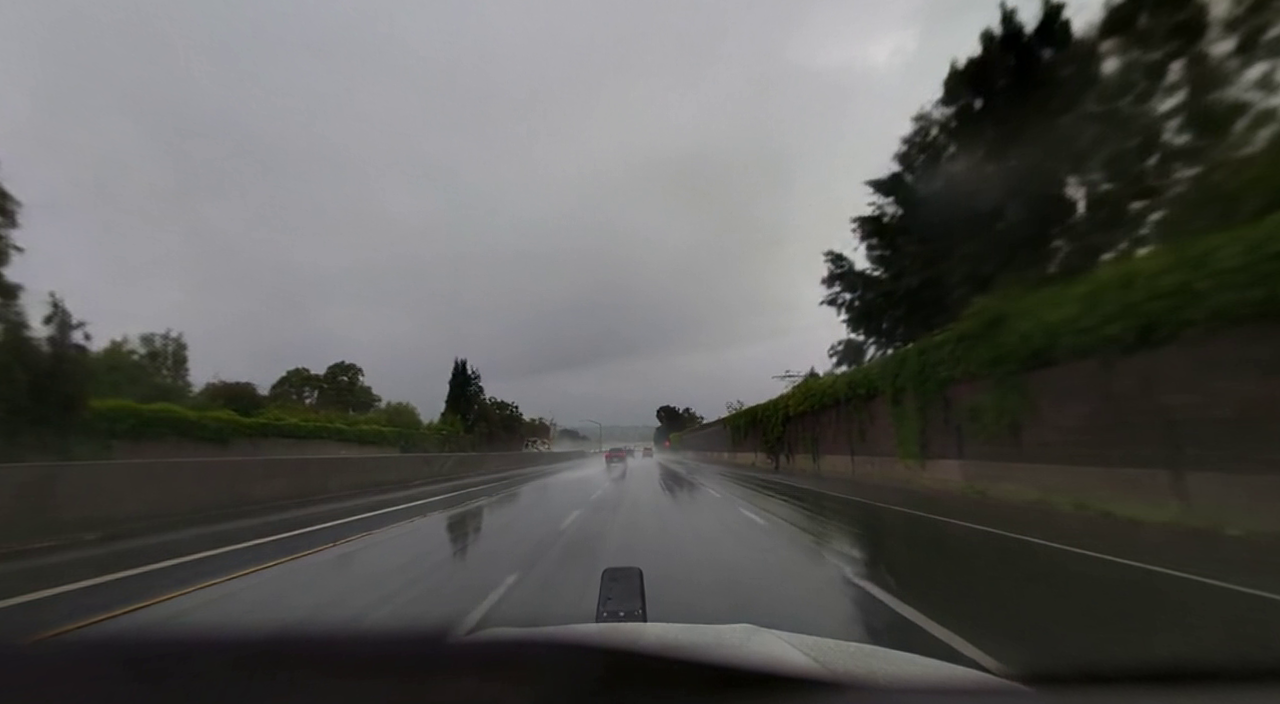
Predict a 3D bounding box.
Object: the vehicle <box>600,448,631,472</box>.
[{"bbox_3d":[-1.574,7.195,42.194,1.873,1.529,3.953,0,-9,1],"label":"vehicle"}]
